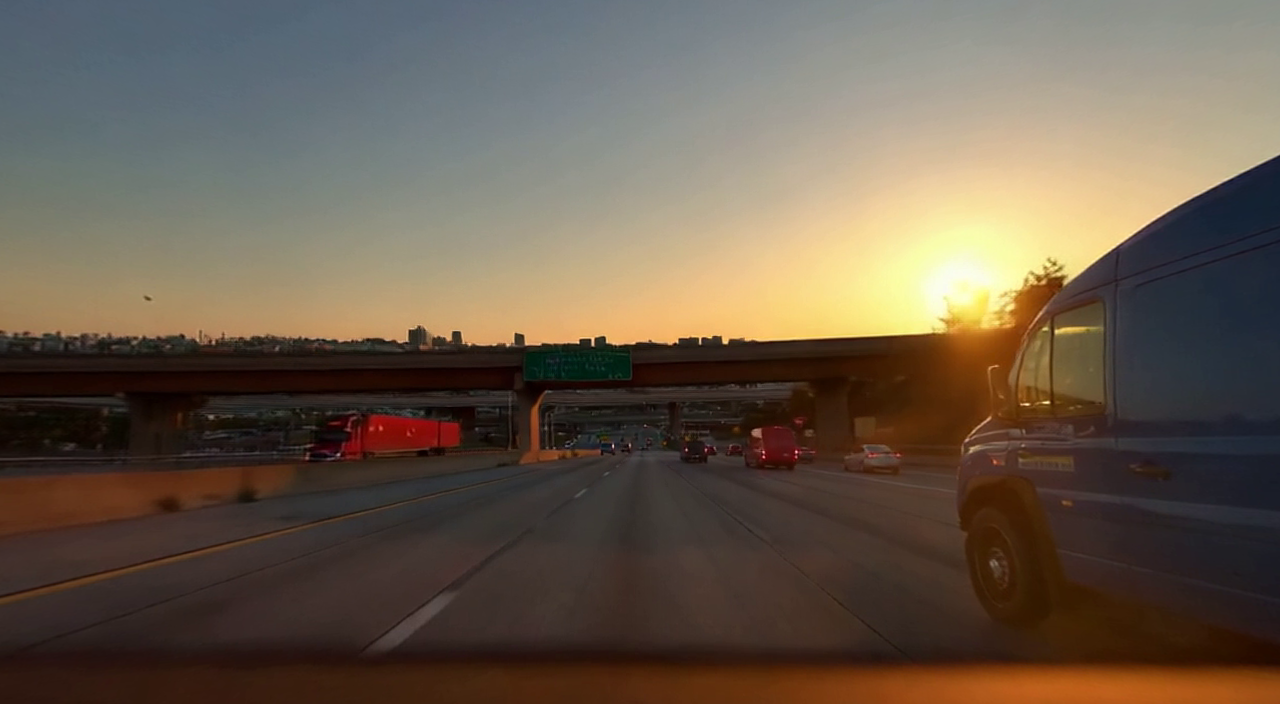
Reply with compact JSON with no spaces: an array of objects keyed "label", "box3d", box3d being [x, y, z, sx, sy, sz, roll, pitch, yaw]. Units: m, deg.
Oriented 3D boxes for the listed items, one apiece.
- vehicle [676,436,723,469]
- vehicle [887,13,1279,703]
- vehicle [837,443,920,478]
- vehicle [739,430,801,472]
[{"label":"vehicle","box3d":[3.814,6.603,41.622,2.464,1.961,5.520,0,-8,-1]},{"label":"vehicle","box3d":[3.367,0.181,1.664,2.436,2.745,7.034,0,-9,-1]},{"label":"vehicle","box3d":[10.786,4.946,28.947,1.976,1.474,4.779,0,-9,1]},{"label":"vehicle","box3d":[7.338,5.661,36.262,2.301,2.203,5.419,0,-9,-1]}]
